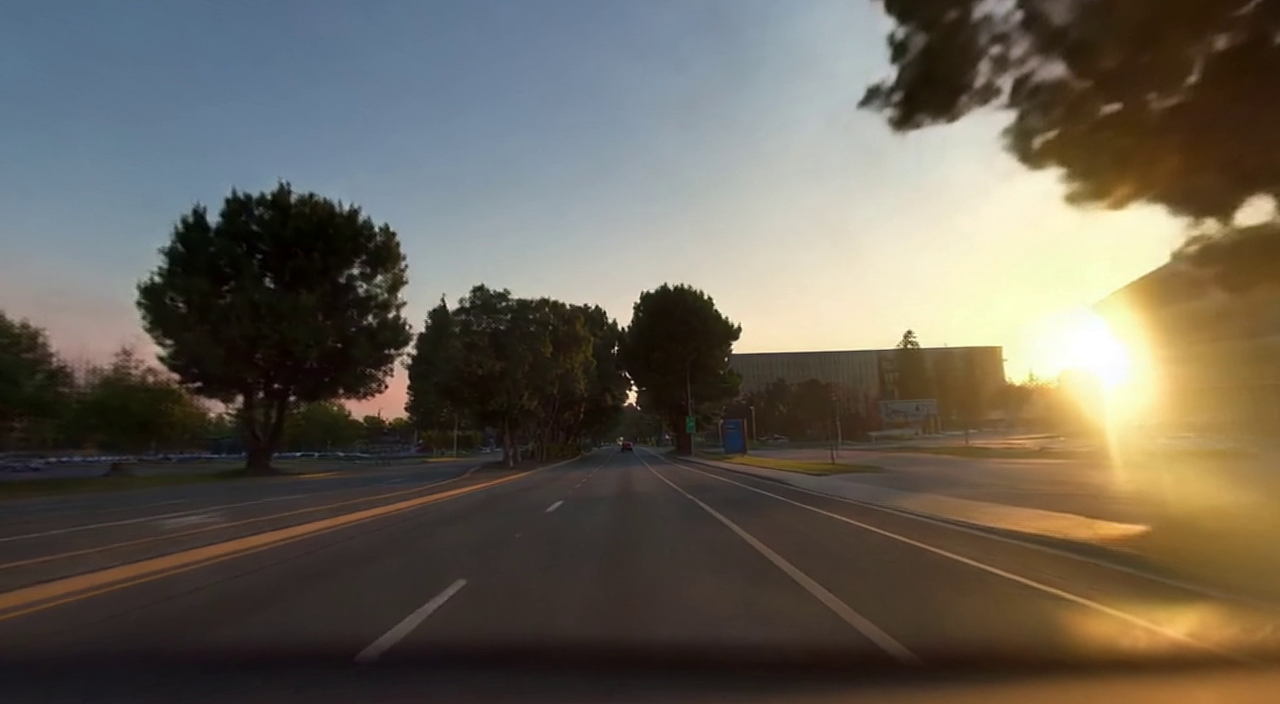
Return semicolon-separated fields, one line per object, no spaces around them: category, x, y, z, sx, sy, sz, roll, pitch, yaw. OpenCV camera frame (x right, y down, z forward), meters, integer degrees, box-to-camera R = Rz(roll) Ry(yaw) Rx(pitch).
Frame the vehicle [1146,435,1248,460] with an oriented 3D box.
vehicle;32.926;5.650;37.440;4.210;1.450;1.885;0;-8;1
